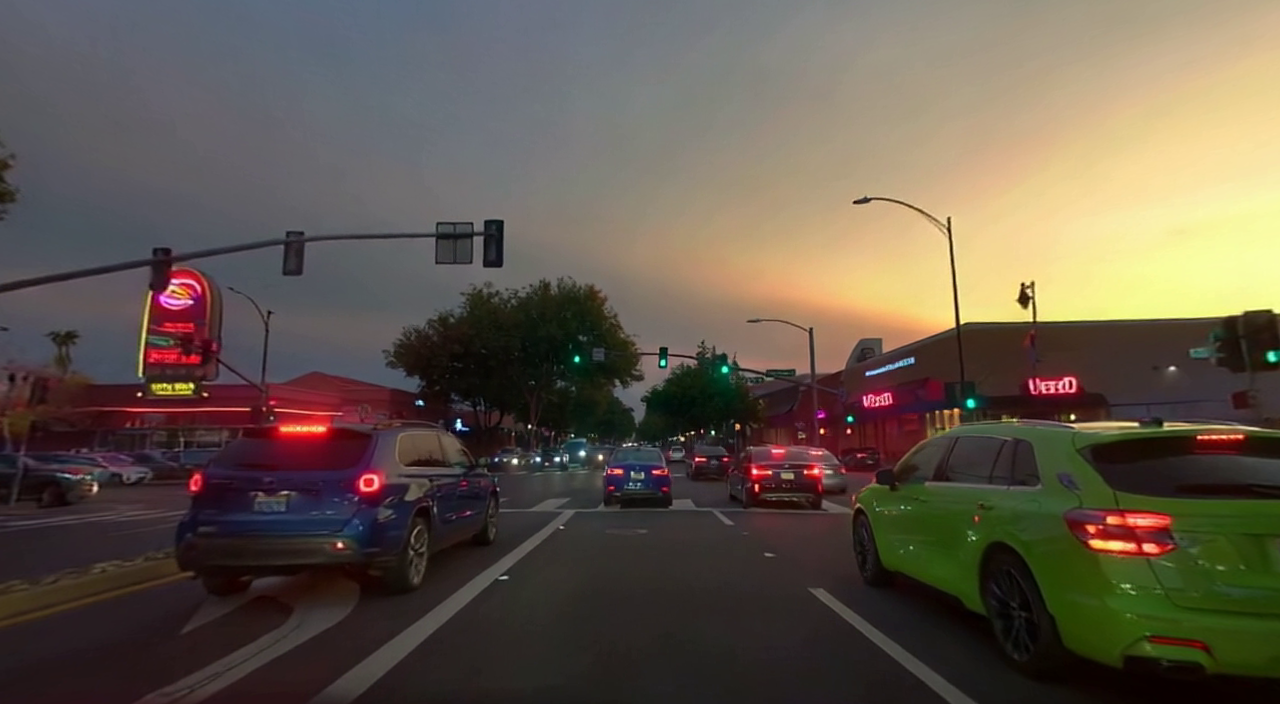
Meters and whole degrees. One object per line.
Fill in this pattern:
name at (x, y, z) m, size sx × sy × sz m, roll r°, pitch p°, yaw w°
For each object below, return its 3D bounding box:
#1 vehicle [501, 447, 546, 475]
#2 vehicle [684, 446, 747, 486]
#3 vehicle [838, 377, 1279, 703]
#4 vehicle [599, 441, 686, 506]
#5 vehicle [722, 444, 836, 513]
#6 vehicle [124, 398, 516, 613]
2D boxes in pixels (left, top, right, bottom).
vehicle at (-7.908, 7.422, 43.380) m, size 2.293 × 1.777 × 4.497 m, roll 0°, pitch -9°, yaw 0°
vehicle at (3.095, 4.778, 26.879) m, size 2.099 × 1.553 × 4.279 m, roll 0°, pitch -9°, yaw -1°
vehicle at (3.289, 1.259, 4.910) m, size 2.075 × 1.661 × 4.401 m, roll 0°, pitch -9°, yaw 0°
vehicle at (0.037, 3.295, 17.505) m, size 2.154 × 1.577 × 3.723 m, roll 0°, pitch -9°, yaw -1°
vehicle at (3.321, 3.084, 15.953) m, size 1.865 × 1.496 × 4.170 m, roll 0°, pitch -9°, yaw -1°
vehicle at (-3.228, 1.679, 7.878) m, size 2.257 × 1.823 × 4.777 m, roll -1°, pitch -9°, yaw 2°
